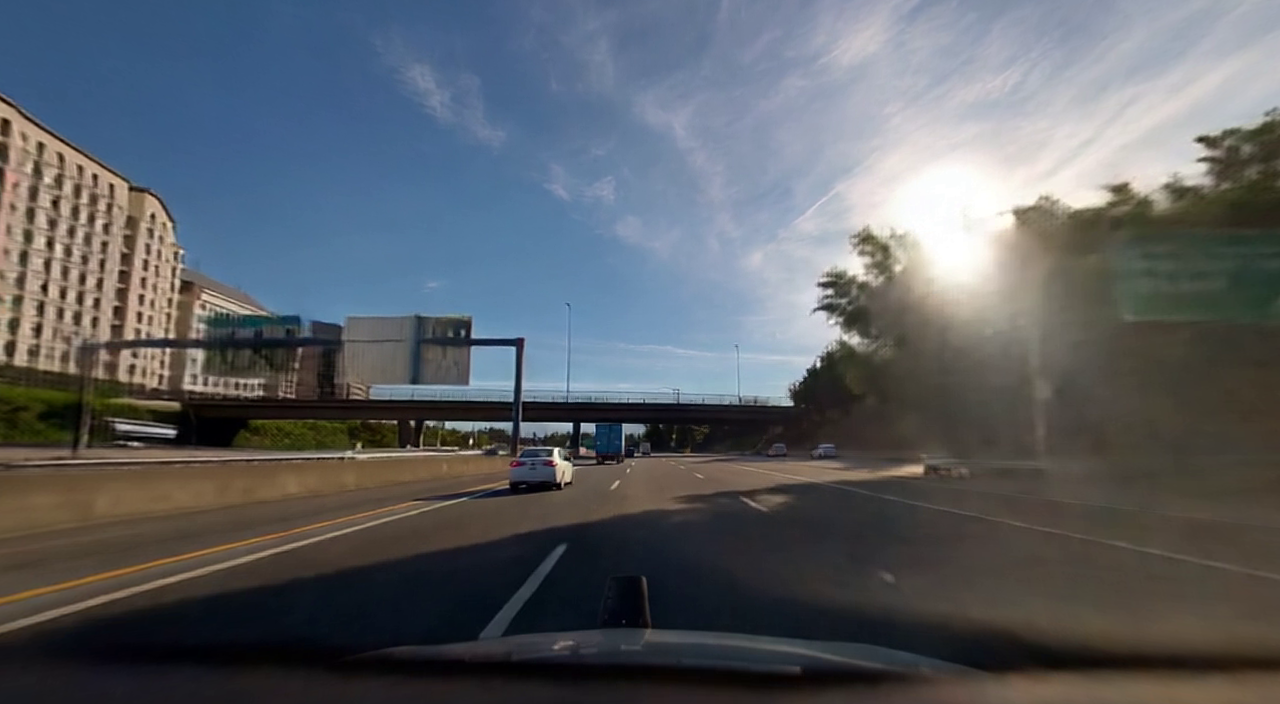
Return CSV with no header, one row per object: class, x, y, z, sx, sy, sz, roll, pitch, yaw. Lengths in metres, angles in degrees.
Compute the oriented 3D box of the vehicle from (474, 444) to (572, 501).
vehicle,-3.348,3.560,19.025,2.039,1.478,4.483,0,-9,1
